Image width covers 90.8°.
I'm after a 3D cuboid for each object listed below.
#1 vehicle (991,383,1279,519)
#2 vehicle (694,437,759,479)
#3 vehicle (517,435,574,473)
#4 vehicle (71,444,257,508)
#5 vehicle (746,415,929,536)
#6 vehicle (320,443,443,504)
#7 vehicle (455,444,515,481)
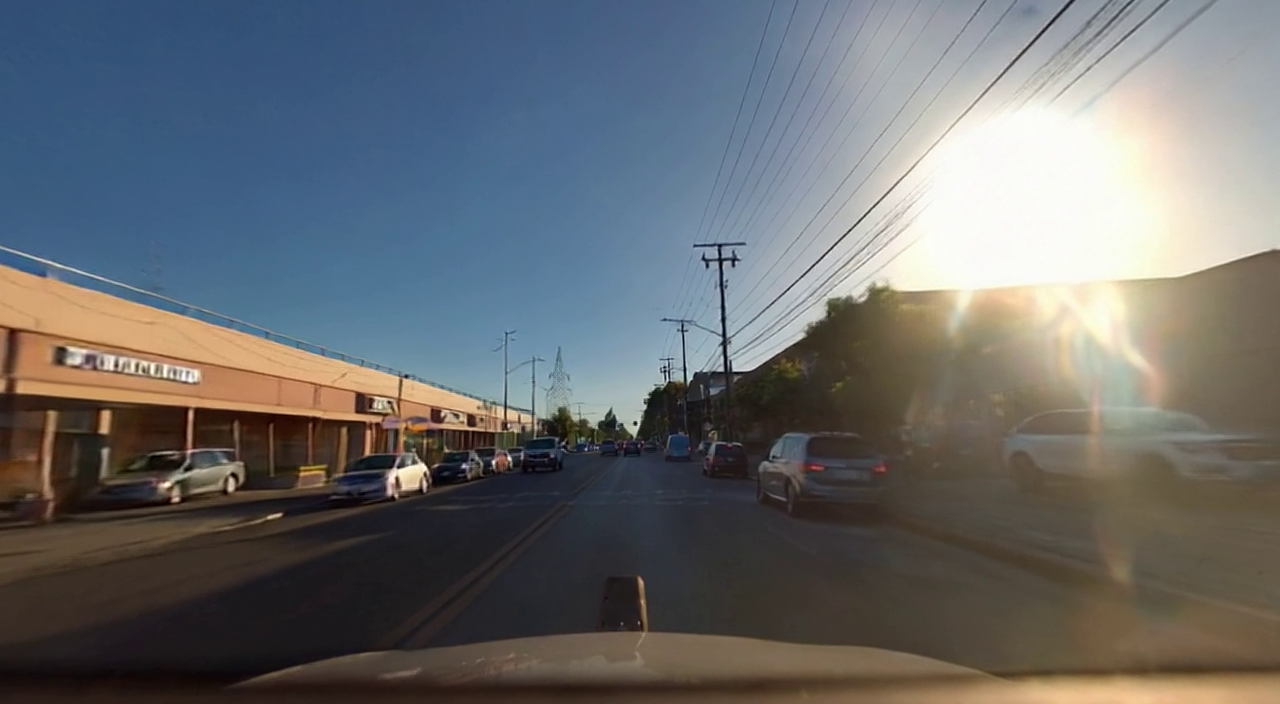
[{"bbox_3d":[9.007,1.749,11.628,2.178,1.884,4.825,-3,-8,-1],"label":"vehicle"},{"bbox_3d":[3.582,4.484,27.011,2.136,1.586,4.919,0,-8,1],"label":"vehicle"},{"bbox_3d":[-5.162,5.622,35.063,2.152,1.918,4.217,-3,-8,4],"label":"vehicle"},{"bbox_3d":[-14.824,3.837,20.186,1.969,1.741,5.148,0,-9,-1],"label":"vehicle"},{"bbox_3d":[3.469,2.313,12.278,2.025,1.843,4.883,-1,-9,1],"label":"vehicle"},{"bbox_3d":[-8.431,3.966,21.203,2.113,1.665,5.062,0,-7,-2],"label":"vehicle"},{"bbox_3d":[-8.283,5.912,34.190,1.791,1.622,5.056,-3,-7,2],"label":"vehicle"}]
